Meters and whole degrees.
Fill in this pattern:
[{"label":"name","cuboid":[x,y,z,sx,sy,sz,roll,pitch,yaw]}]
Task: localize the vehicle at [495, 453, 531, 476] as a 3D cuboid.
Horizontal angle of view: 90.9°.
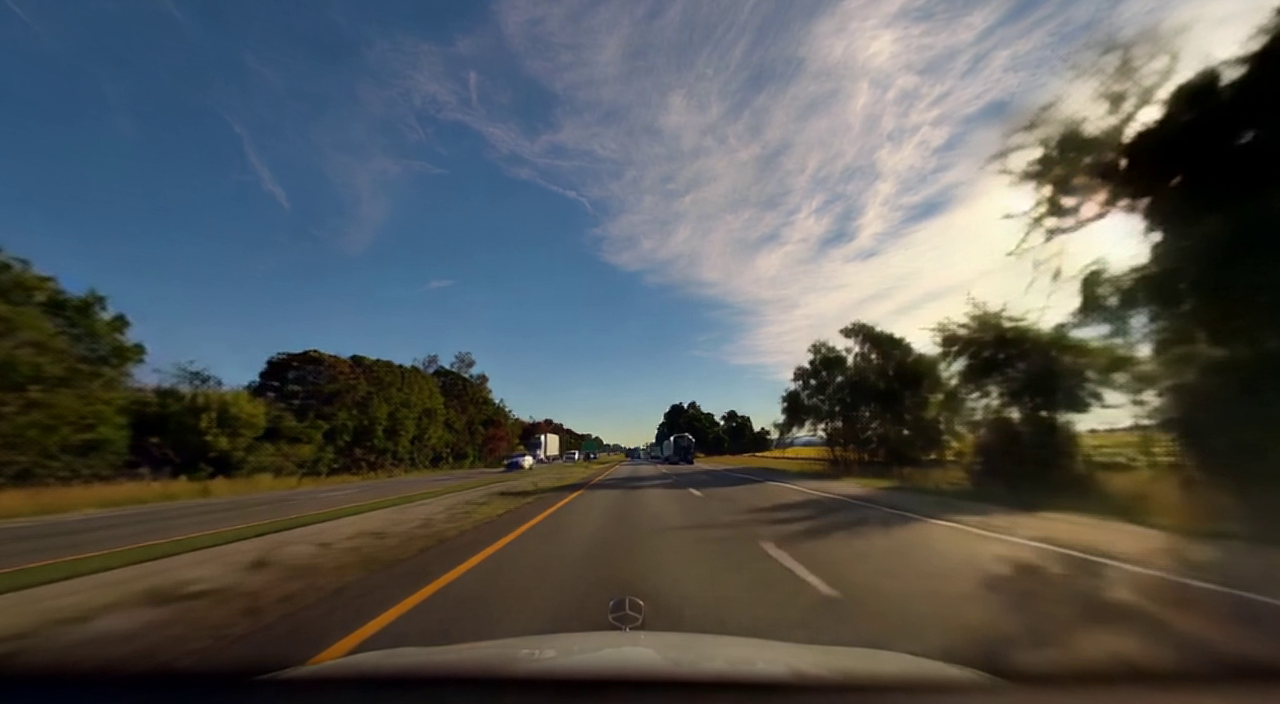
[{"label":"vehicle","cuboid":[-8.959,7.942,44.687,1.848,1.478,3.697,0,-9,0]}]
